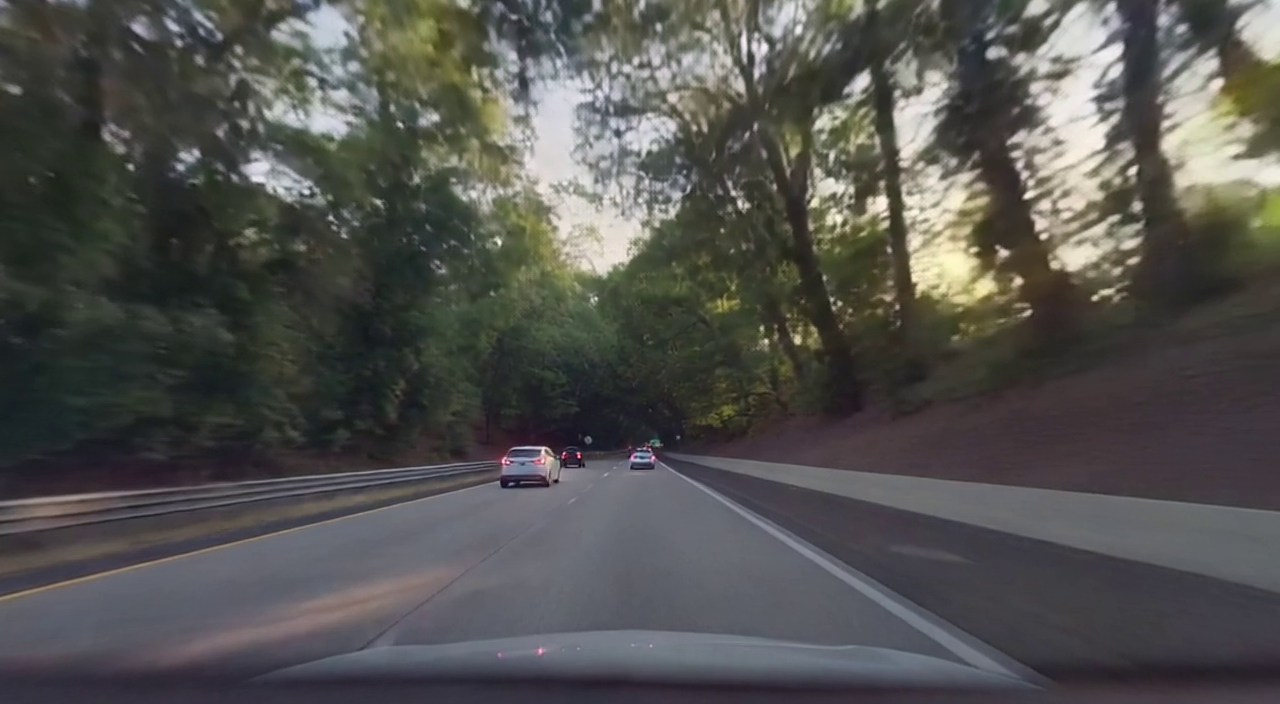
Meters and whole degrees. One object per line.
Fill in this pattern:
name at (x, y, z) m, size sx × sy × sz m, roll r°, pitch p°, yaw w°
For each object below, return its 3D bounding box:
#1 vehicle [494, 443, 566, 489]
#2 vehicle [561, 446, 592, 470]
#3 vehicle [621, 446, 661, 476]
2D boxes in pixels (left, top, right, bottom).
vehicle at (-3.972, 4.182, 23.424) m, size 1.978 × 1.538 × 3.755 m, roll 0°, pitch -9°, yaw 0°
vehicle at (-4.466, 7.526, 44.941) m, size 1.834 × 1.615 × 3.624 m, roll 0°, pitch -9°, yaw 0°
vehicle at (0.016, 5.820, 33.757) m, size 2.001 × 1.490 × 3.914 m, roll 0°, pitch -9°, yaw -1°
